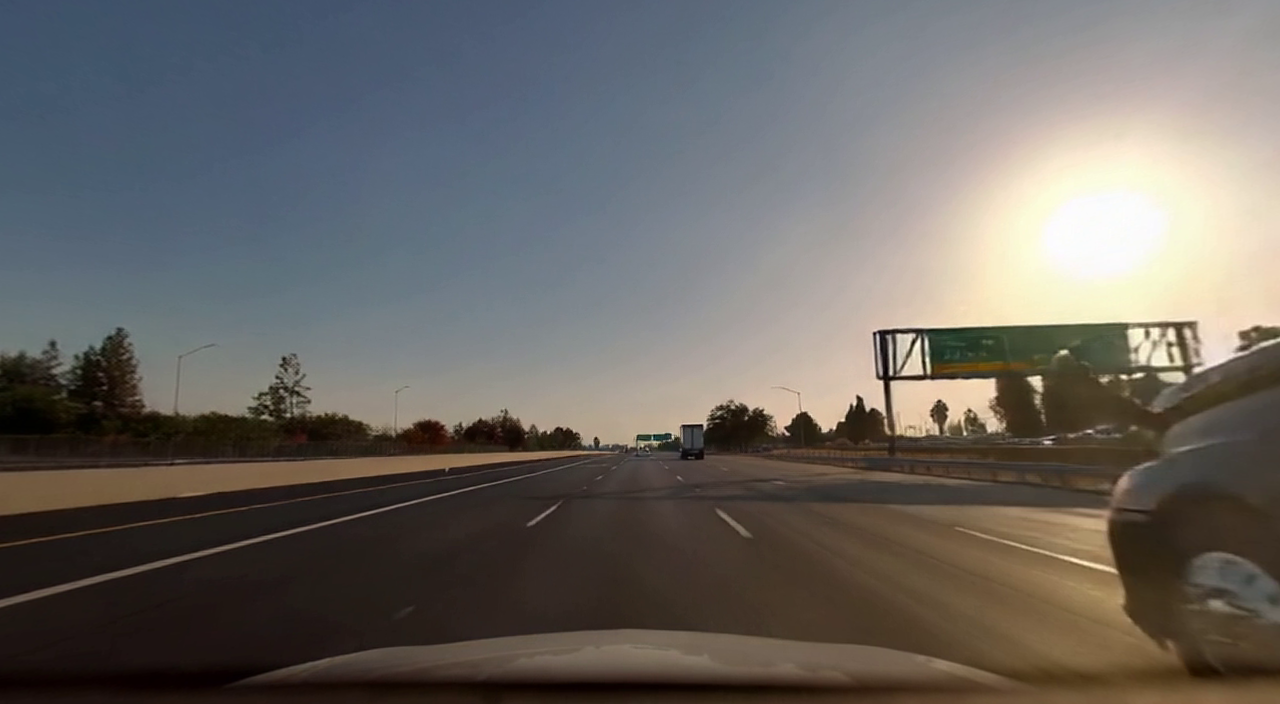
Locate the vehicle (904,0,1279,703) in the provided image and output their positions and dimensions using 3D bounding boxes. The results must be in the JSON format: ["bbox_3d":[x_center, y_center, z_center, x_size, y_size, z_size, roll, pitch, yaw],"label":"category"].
[{"bbox_3d":[3.457,-0.530,0.457,2.998,3.820,8.356,0,-9,1],"label":"vehicle"}]
